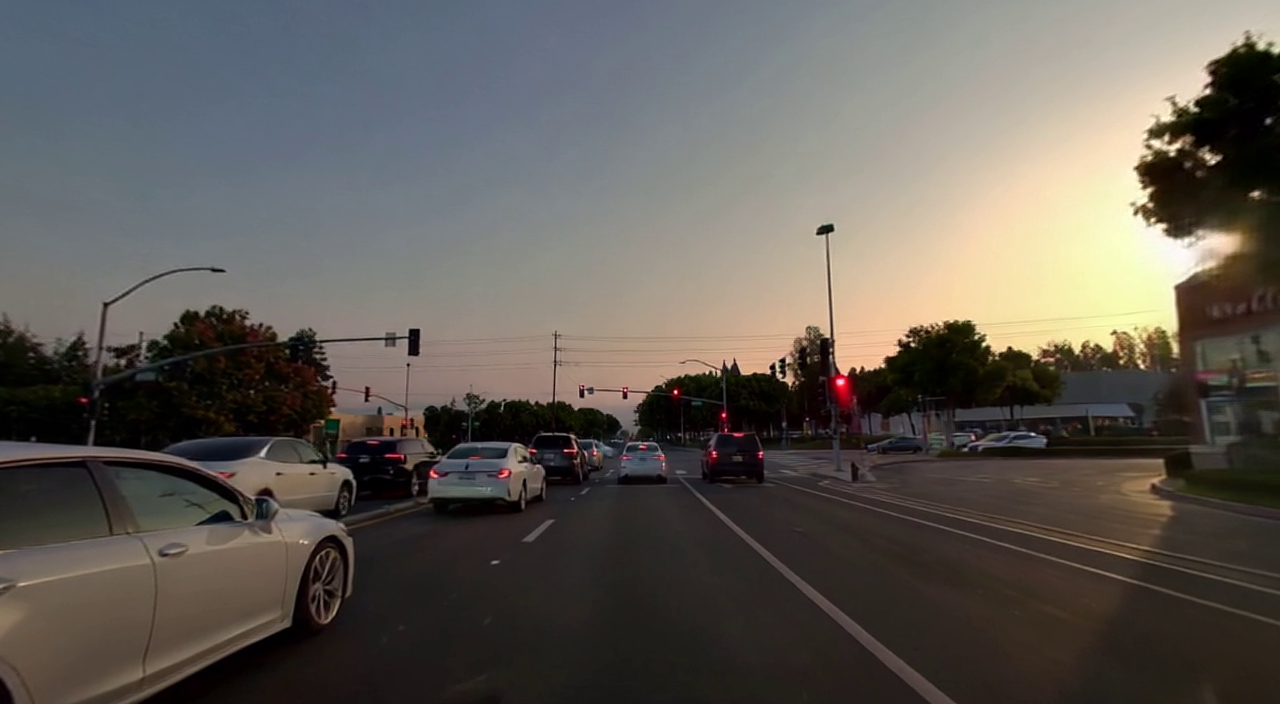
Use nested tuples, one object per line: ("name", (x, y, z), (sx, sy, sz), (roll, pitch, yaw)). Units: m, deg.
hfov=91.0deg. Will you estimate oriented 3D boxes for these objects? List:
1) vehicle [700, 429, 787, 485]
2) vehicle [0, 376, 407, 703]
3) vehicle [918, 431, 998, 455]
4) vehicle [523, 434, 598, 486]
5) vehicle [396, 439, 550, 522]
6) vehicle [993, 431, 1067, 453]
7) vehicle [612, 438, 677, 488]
("vehicle", (3.386, 3.571, 21.551), (2.076, 1.691, 4.402), (0, -9, -2))
("vehicle", (-3.102, 0.960, 2.697), (2.249, 1.517, 4.951), (0, -9, 1))
("vehicle", (23.362, 6.732, 46.361), (4.781, 1.700, 1.986), (0, -9, 1))
("vehicle", (-2.785, 3.915, 23.055), (2.072, 1.694, 4.070), (0, -9, 2))
("vehicle", (-3.311, 2.653, 13.521), (2.014, 1.472, 4.357), (0, -9, 2))
("vehicle", (30.629, 7.073, 49.550), (4.432, 1.680, 1.932), (0, -9, 2))
("vehicle", (0.164, 3.751, 21.540), (2.032, 1.499, 3.994), (0, -9, 1))
